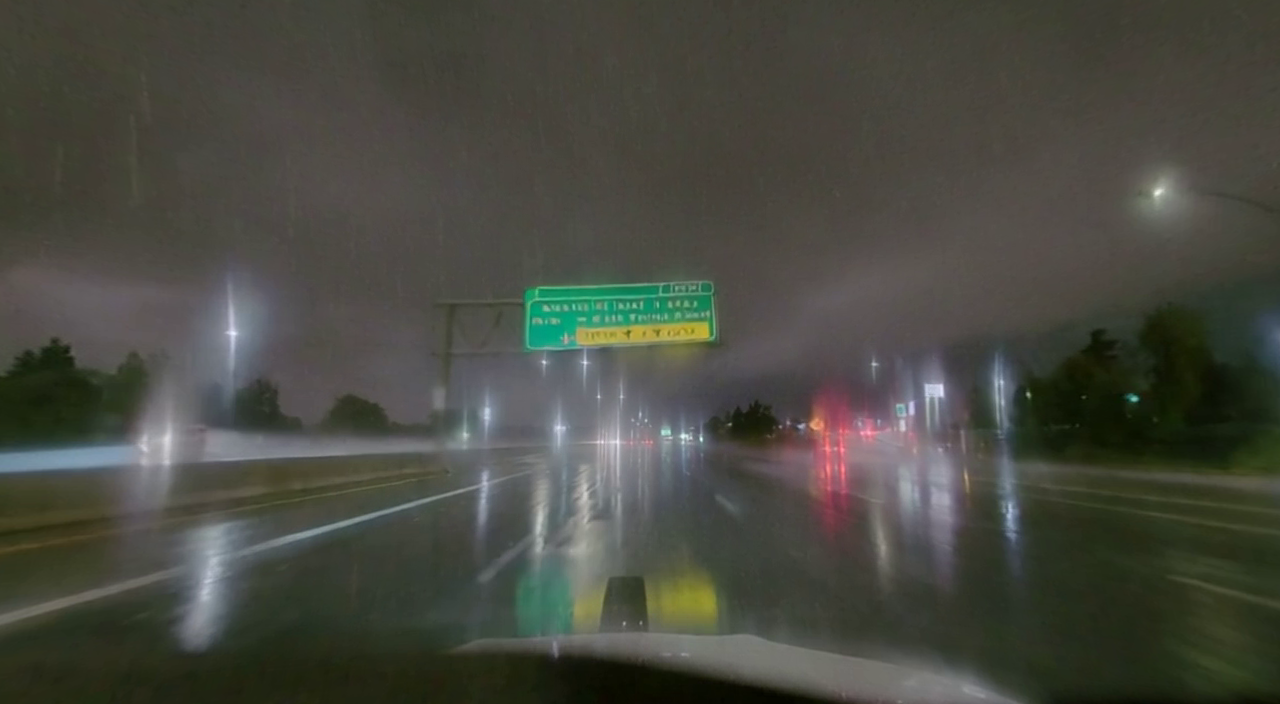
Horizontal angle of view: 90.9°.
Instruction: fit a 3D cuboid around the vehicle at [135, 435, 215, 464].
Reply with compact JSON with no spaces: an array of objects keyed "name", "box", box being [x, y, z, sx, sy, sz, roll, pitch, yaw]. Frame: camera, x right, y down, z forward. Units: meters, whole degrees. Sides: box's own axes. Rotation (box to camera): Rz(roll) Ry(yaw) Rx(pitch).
[{"name":"vehicle","box":[-36.075,7.590,49.160,2.264,2.044,5.536,0,-8,-3]}]
